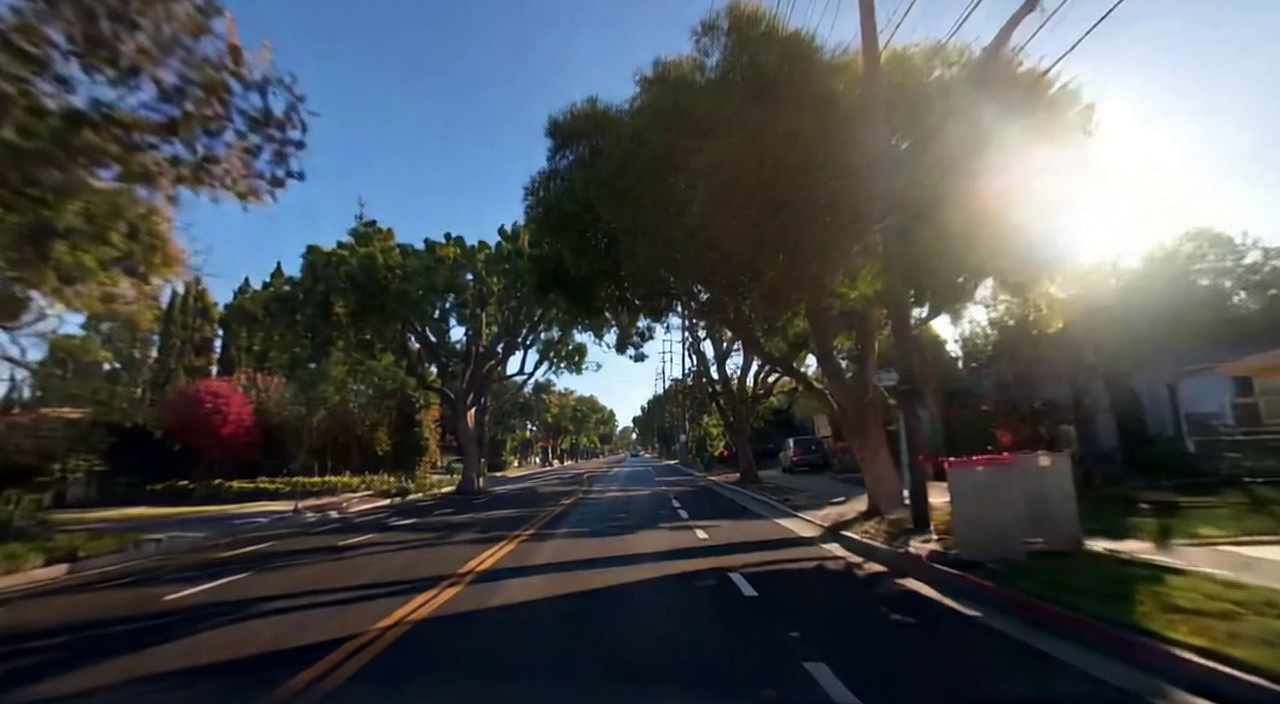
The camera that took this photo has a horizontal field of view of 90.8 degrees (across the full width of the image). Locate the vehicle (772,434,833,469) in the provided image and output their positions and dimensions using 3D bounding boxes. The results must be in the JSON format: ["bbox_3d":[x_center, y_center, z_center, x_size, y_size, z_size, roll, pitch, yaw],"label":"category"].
[{"bbox_3d":[9.657,5.957,38.036,2.102,1.822,4.802,-3,-8,-3],"label":"vehicle"}]

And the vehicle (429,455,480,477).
[{"bbox_3d":[-14.018,8.552,47.666,2.027,1.518,4.698,7,-11,-38],"label":"vehicle"}]
